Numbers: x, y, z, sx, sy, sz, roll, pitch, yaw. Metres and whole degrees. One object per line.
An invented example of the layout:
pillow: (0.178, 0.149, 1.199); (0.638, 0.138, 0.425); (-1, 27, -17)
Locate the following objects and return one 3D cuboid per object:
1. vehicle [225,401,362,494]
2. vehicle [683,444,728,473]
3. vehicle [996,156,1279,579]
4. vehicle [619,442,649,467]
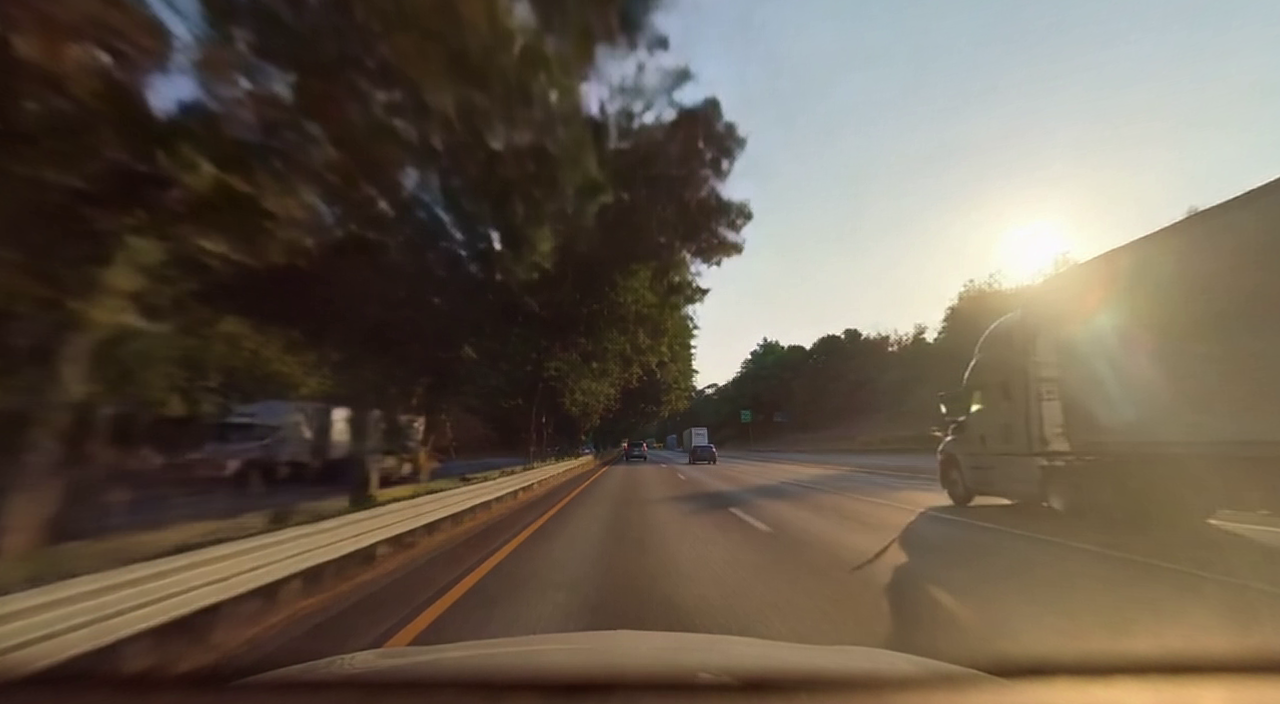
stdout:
vehicle: (-16.717, 4.697, 30.961); (3.194, 4.043, 6.006); (0, -9, 0)
vehicle: (3.615, 5.968, 35.449); (2.025, 1.534, 4.179); (0, -9, -1)
vehicle: (7.810, -0.243, 3.633); (3.044, 4.073, 14.016); (0, -9, -1)
vehicle: (-0.431, 7.424, 45.532); (2.114, 1.706, 4.106); (0, -9, -1)
